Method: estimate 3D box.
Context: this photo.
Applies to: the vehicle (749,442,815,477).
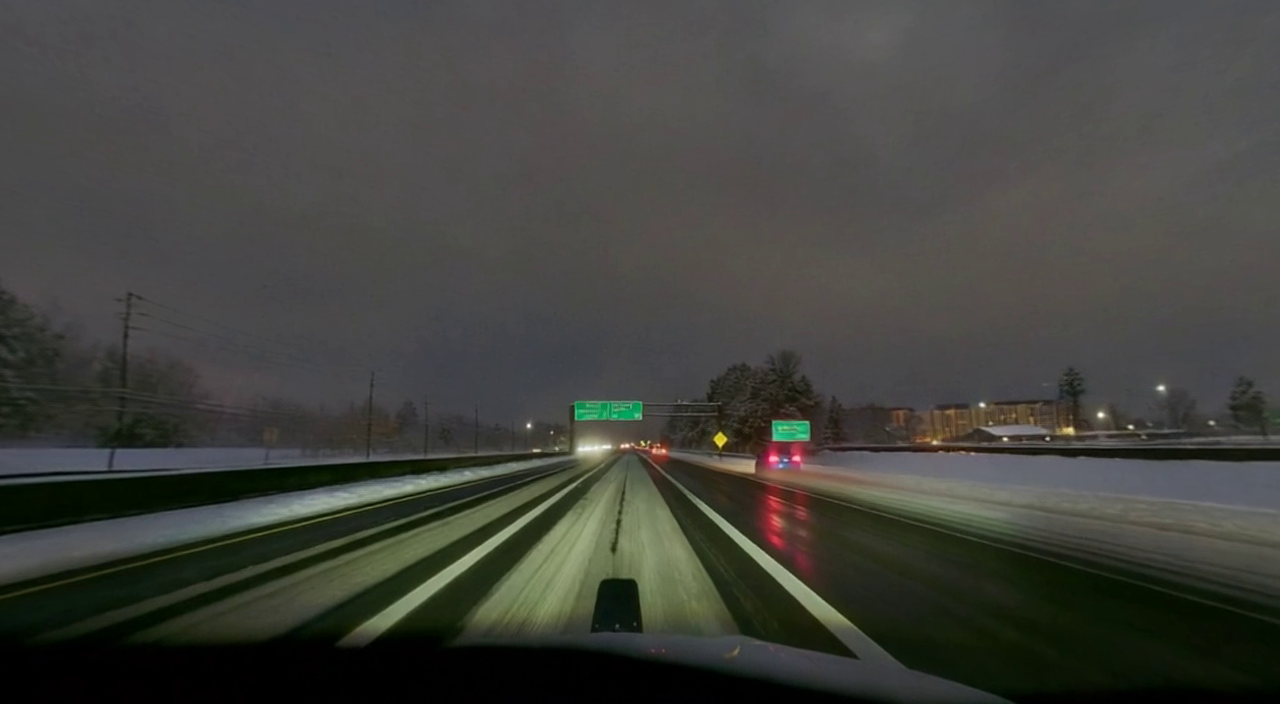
[{"bbox_3d":[6.737,5.146,30.495,1.958,1.498,4.447,1,-8,-2],"label":"vehicle"}]
